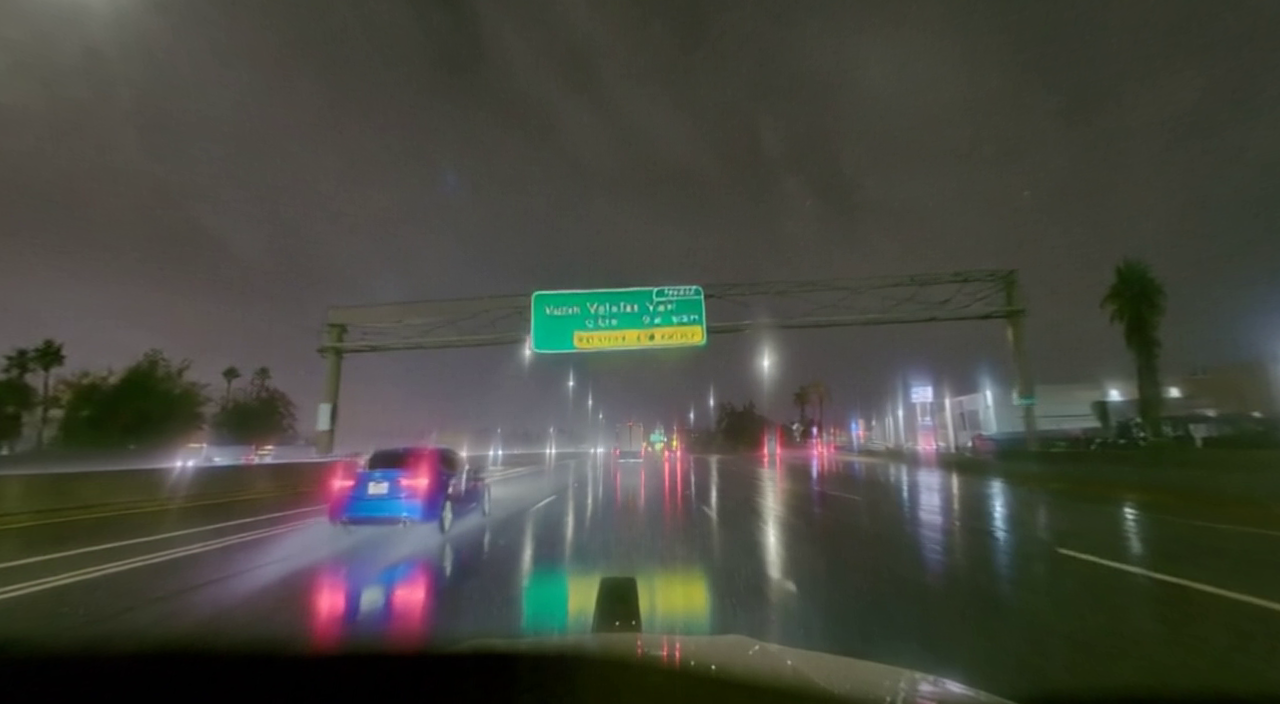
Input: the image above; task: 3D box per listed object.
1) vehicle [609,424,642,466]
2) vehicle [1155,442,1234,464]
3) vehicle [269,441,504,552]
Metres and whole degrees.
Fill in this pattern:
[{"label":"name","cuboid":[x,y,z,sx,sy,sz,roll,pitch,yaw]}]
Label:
[{"label":"vehicle","cuboid":[-1.128,7.147,48.349,2.364,2.953,6.495,0,-8,-2]},{"label":"vehicle","cuboid":[43.116,7.844,49.145,4.395,1.574,1.911,0,-9,-3]},{"label":"vehicle","cuboid":[-3.836,2.243,10.567,2.097,1.447,4.291,0,-8,1]}]
